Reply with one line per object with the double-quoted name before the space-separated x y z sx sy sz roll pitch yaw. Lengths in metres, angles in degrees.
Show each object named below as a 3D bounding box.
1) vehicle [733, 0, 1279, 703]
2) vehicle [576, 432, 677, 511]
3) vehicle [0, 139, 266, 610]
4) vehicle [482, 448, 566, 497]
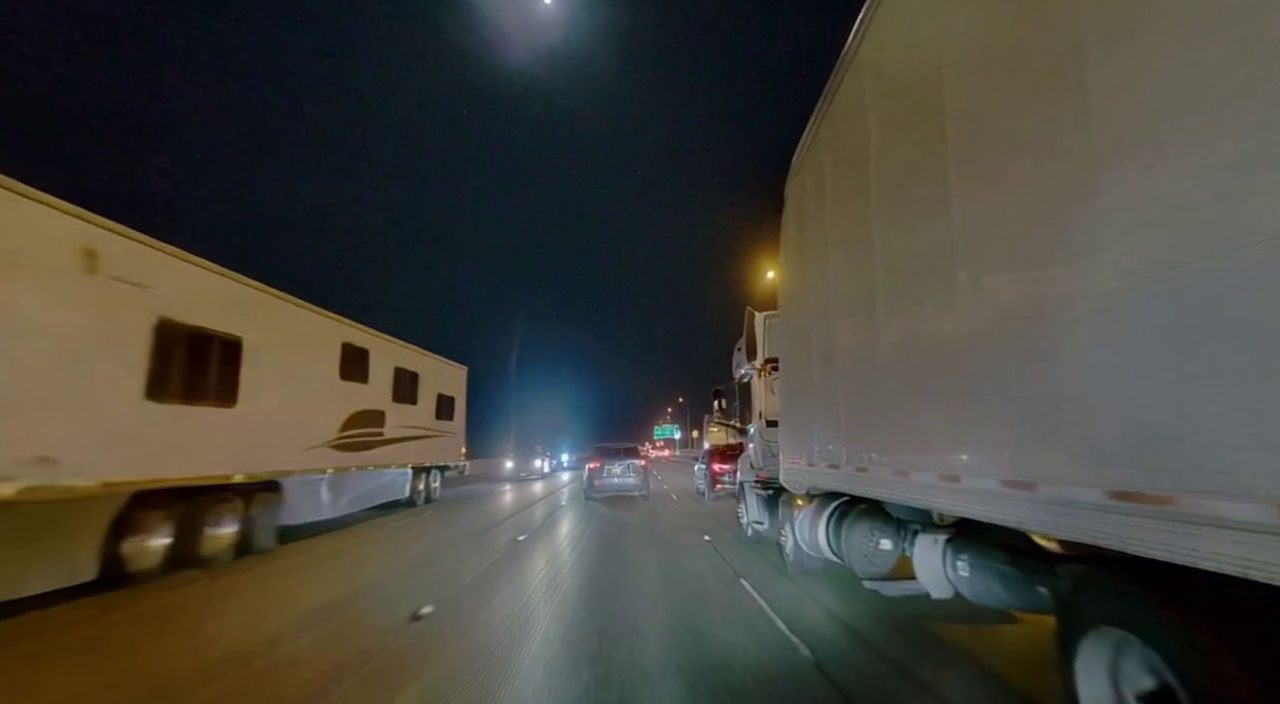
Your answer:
"vehicle" 3.223 0.506 6.931 2.936 3.787 8.670 0 -9 -1
"vehicle" -0.327 2.932 15.899 2.201 1.719 4.058 0 -9 -1
"vehicle" -6.976 0.289 5.993 3.008 3.987 5.871 0 -9 1
"vehicle" -3.671 3.889 20.763 1.930 1.431 4.156 0 -9 1
